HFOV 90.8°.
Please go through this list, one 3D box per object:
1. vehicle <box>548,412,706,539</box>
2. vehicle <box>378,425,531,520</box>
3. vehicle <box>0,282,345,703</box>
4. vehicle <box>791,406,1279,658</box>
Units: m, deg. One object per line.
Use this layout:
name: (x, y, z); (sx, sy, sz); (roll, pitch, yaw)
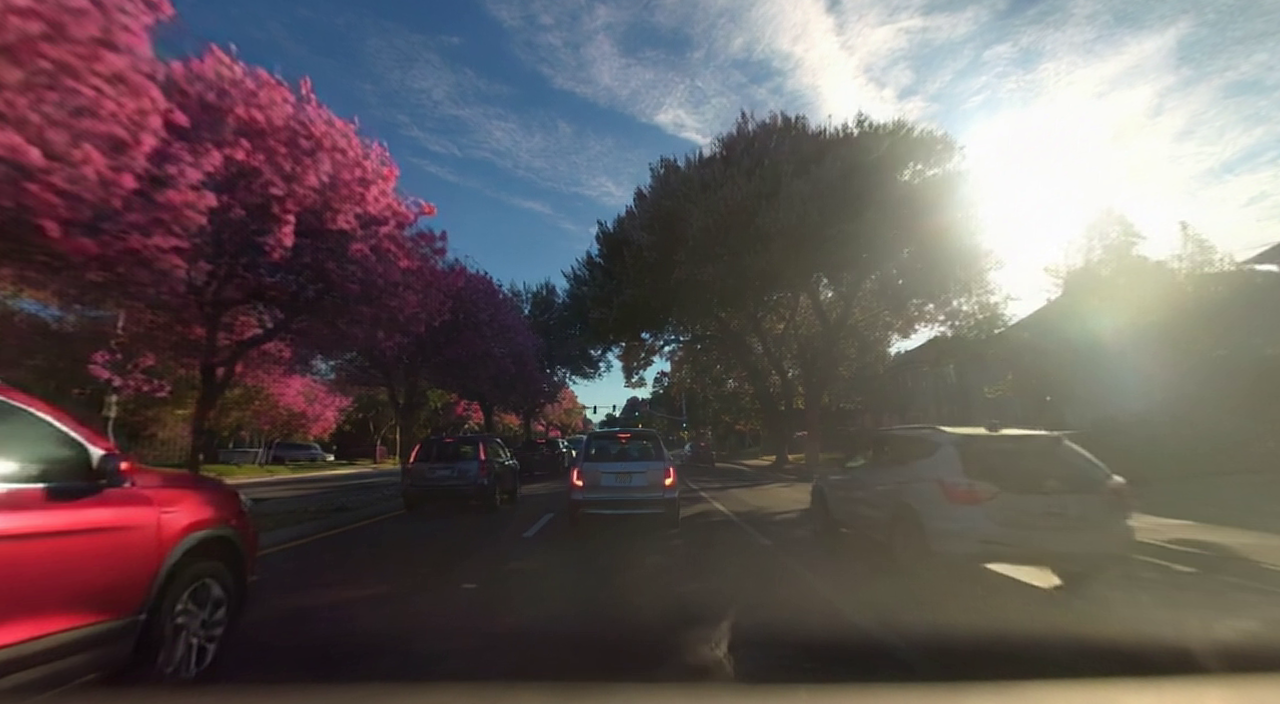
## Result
vehicle: (-0.200, 1.957, 10.586); (2.112, 1.693, 4.058); (0, -8, -1)
vehicle: (-3.672, 2.456, 13.409); (1.948, 1.668, 4.279); (0, -8, 0)
vehicle: (-3.555, 0.756, 2.645); (2.304, 1.928, 4.833); (0, -8, 0)
vehicle: (3.157, 1.457, 6.323); (2.056, 1.536, 4.678); (0, -8, -1)
